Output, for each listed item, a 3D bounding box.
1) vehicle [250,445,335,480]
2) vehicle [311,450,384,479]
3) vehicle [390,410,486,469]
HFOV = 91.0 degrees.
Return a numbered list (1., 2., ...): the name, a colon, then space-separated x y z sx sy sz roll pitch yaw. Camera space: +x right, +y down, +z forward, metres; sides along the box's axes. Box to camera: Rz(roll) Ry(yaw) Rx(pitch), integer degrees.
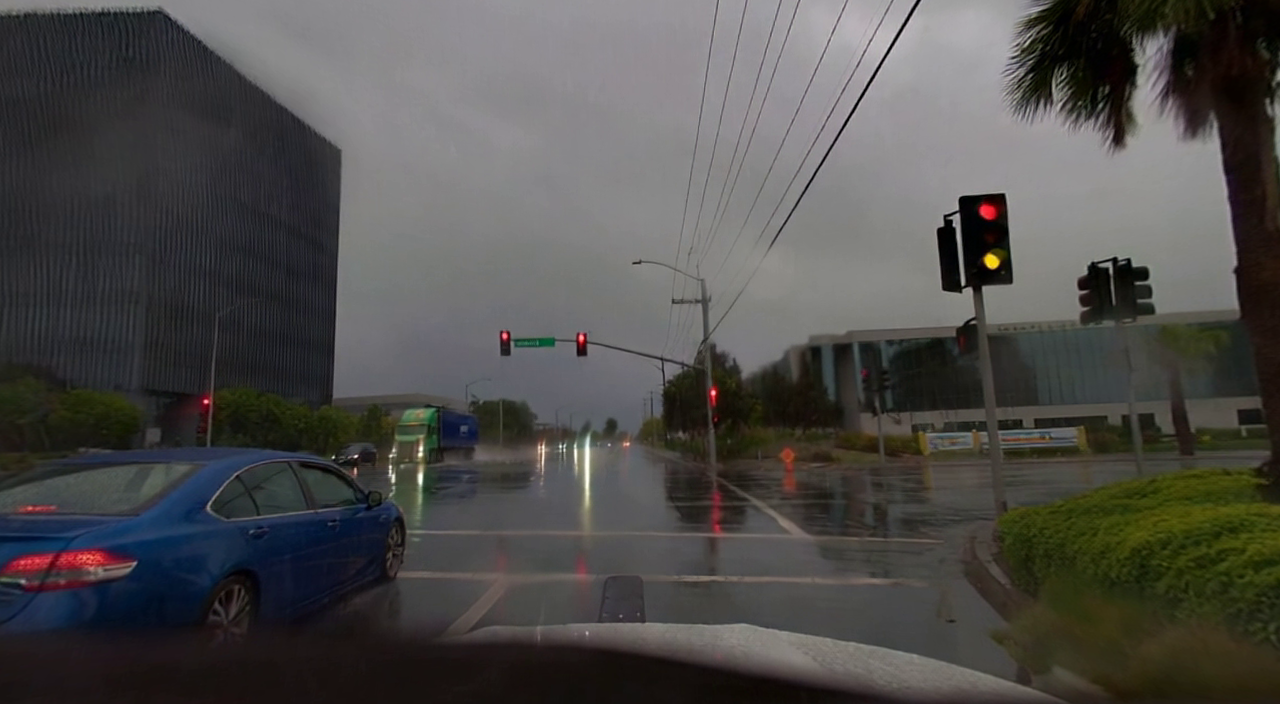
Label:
1. vehicle: -19.081 6.059 34.844 2.017 1.739 4.569 0 -9 1
2. vehicle: -15.357 5.923 33.305 1.875 1.389 3.784 0 -9 3
3. vehicle: -14.991 6.757 48.035 3.014 3.949 11.279 0 -9 3
